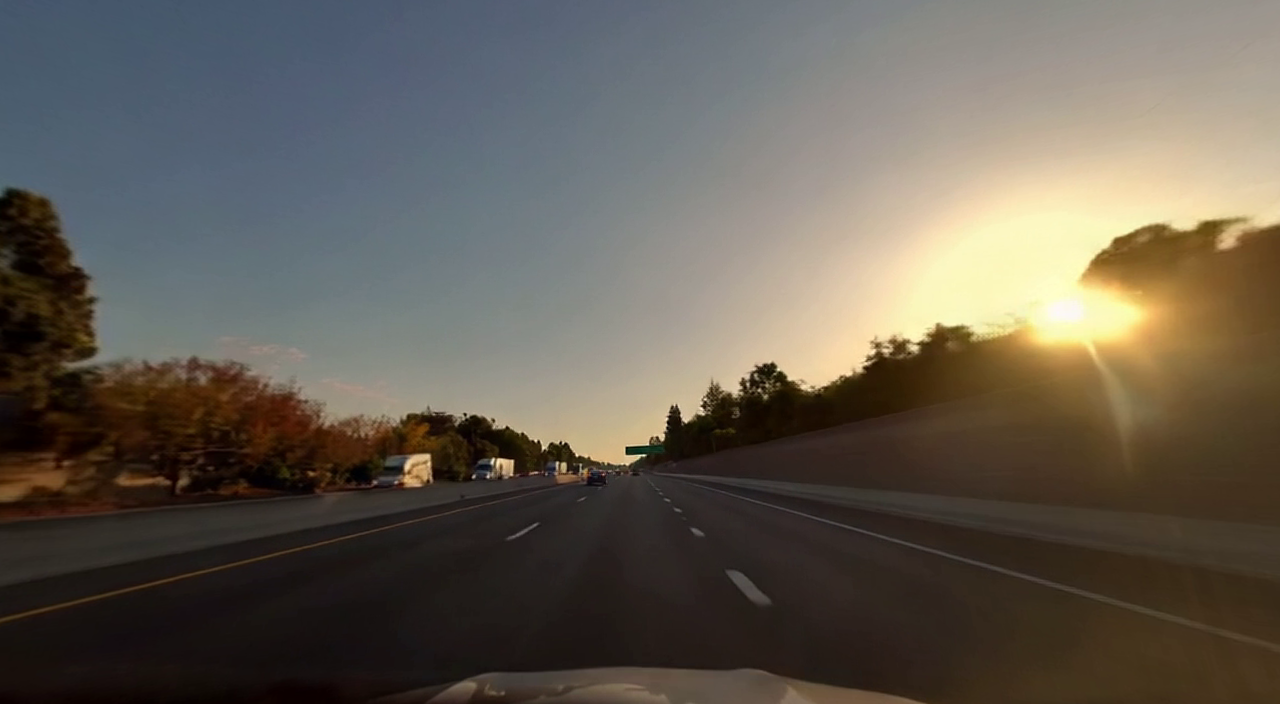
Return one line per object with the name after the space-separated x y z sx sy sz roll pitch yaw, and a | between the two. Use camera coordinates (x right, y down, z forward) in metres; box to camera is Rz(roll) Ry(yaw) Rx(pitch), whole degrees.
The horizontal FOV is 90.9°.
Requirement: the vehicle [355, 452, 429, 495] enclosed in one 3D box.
-17.285 8.511 44.454 2.485 2.734 6.652 1 -10 -1 | vehicle
